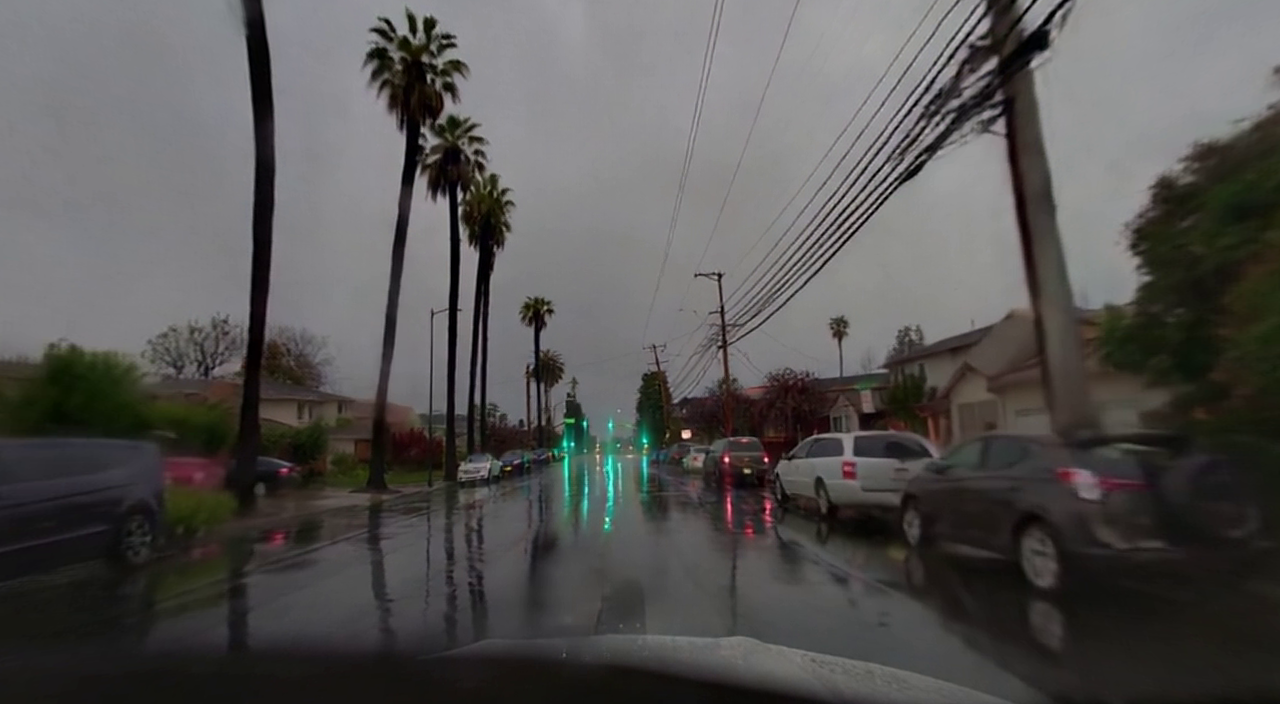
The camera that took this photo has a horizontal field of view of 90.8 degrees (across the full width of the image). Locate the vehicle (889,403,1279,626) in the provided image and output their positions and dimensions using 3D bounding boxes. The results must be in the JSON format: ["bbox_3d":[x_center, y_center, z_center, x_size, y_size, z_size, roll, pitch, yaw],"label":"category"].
[{"bbox_3d":[4.608,1.552,7.017,1.894,1.675,4.294,0,-8,0],"label":"vehicle"}]

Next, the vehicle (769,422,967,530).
[{"bbox_3d":[4.244,2.384,12.779,1.922,1.761,4.633,1,-9,-5],"label":"vehicle"}]

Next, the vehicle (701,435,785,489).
[{"bbox_3d":[3.751,4.105,23.981,2.115,1.826,4.871,0,-8,-3],"label":"vehicle"}]

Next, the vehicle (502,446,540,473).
[{"bbox_3d":[-9.203,8.344,49.206,2.077,1.888,4.551,-2,-8,0],"label":"vehicle"}]

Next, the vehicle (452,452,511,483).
[{"bbox_3d":[-8.464,6.170,34.160,2.013,1.483,4.645,0,-8,-1],"label":"vehicle"}]

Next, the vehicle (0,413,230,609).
[{"bbox_3d":[-7.614,1.727,7.197,2.300,1.943,5.744,0,-8,-4],"label":"vehicle"}]
